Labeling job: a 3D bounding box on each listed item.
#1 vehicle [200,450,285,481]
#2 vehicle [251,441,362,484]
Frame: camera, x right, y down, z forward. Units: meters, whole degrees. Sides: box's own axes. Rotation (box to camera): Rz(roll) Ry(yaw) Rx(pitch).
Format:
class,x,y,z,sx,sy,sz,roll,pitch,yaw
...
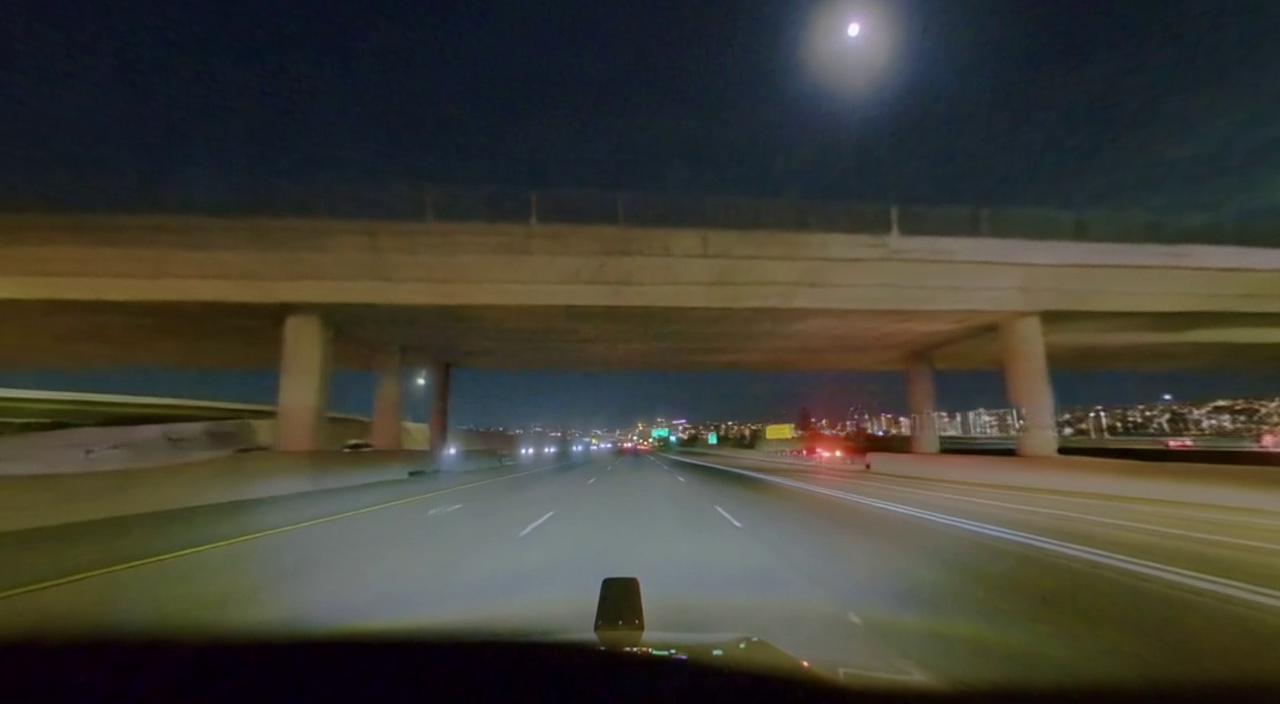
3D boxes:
class,x,y,z,sx,sy,sz,roll,pitch,yaw
vehicle,-23.395,6.652,37.412,2.055,1.699,4.683,0,-9,-1
vehicle,-13.226,4.388,25.452,1.929,1.532,4.743,0,-9,0
